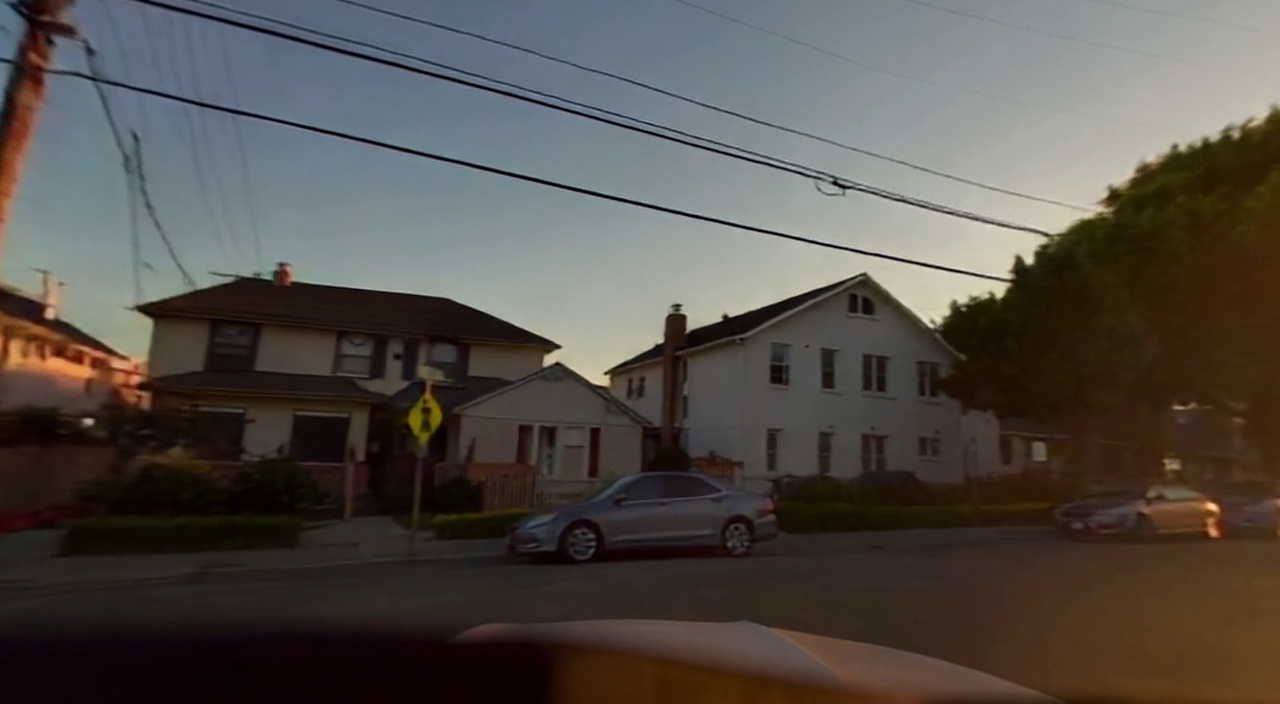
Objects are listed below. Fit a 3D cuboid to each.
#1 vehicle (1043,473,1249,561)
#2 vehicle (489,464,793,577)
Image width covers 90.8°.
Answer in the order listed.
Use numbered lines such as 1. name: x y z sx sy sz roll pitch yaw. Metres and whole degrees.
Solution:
1. vehicle: 12.205 3.848 15.242 4.442 1.675 1.909 4 -10 -24
2. vehicle: 0.033 2.568 10.078 4.469 1.391 1.746 4 -13 -25
